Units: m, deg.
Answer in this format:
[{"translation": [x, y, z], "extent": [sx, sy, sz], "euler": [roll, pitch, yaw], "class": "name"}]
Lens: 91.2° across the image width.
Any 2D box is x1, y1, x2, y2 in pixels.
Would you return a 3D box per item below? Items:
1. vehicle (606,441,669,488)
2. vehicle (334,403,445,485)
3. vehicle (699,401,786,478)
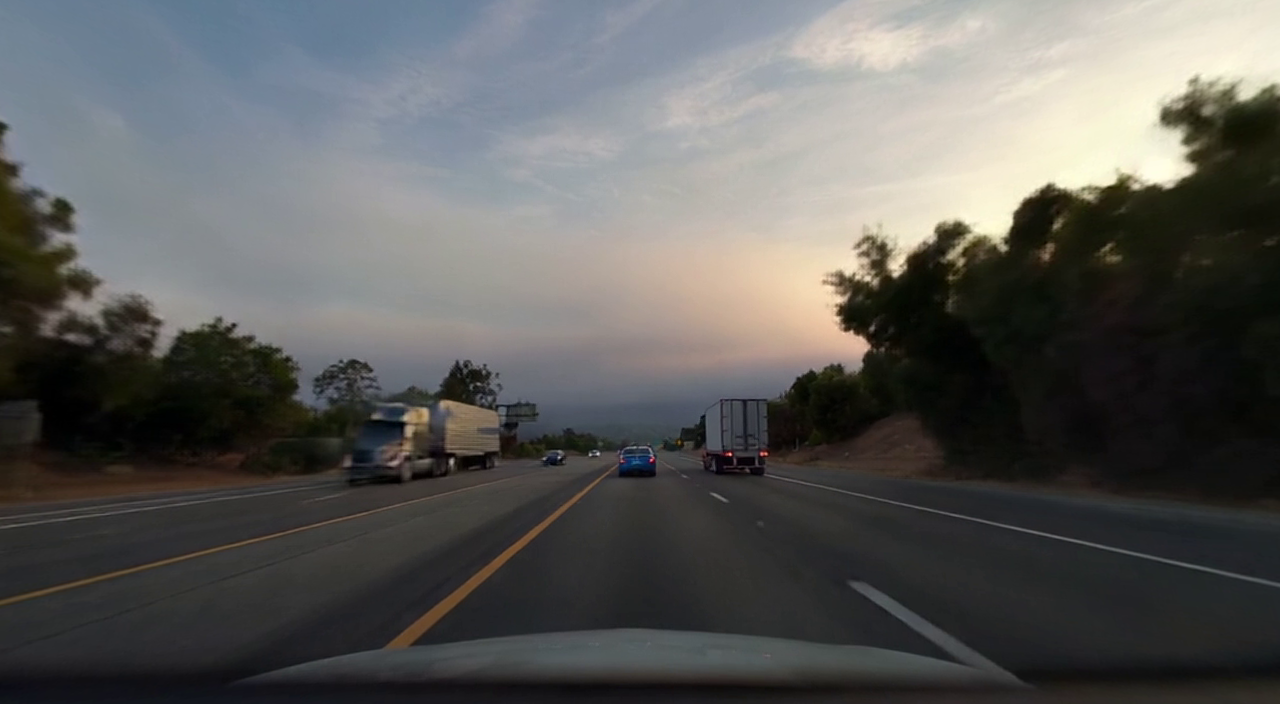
[{"translation": [-0.110, 3.994, 22.550], "extent": [2.066, 1.490, 3.759], "euler": [0, -9, -1], "class": "vehicle"}, {"translation": [-13.330, 5.008, 34.148], "extent": [3.013, 3.911, 7.182], "euler": [-1, -9, 0], "class": "vehicle"}, {"translation": [4.640, 4.211, 29.933], "extent": [2.791, 3.201, 7.145], "euler": [-1, -9, -1], "class": "vehicle"}]
